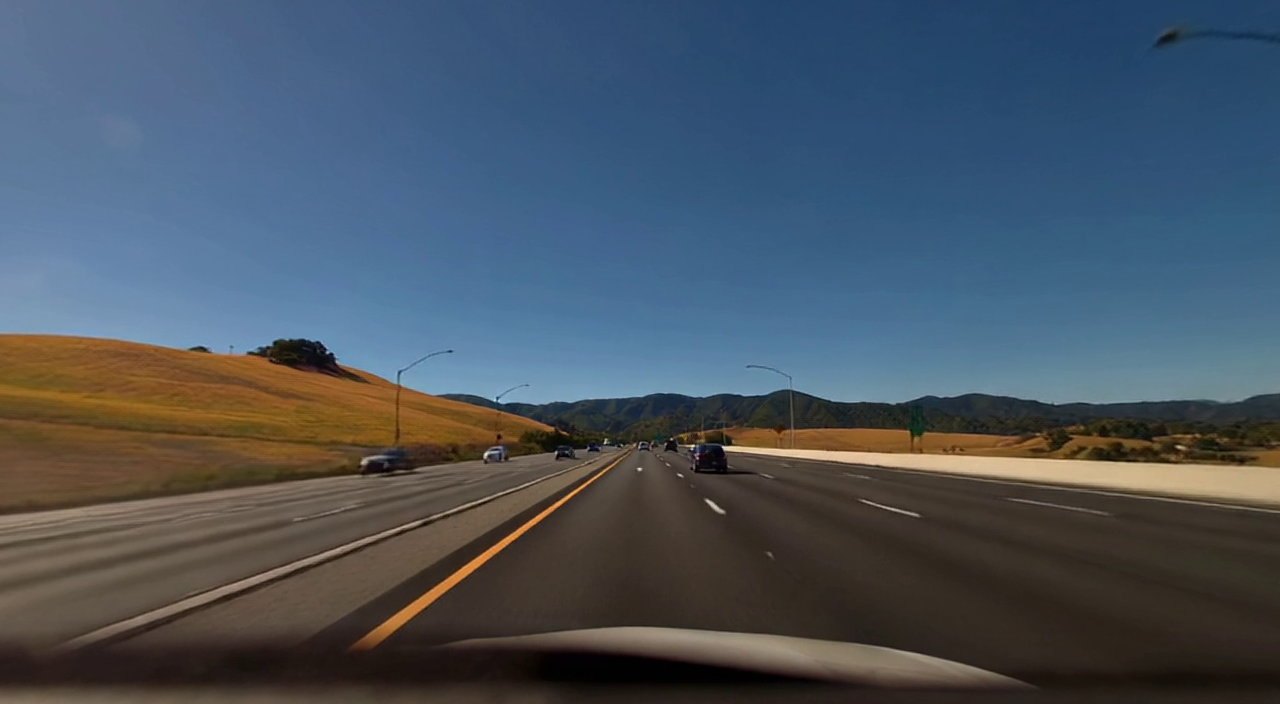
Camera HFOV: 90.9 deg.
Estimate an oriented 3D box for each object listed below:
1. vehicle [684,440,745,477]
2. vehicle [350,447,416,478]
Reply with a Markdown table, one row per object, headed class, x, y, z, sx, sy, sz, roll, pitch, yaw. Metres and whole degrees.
| class | x | y | z | sx | sy | sz | roll | pitch | yaw |
| --- | --- | --- | --- | --- | --- | --- | --- | --- | --- |
| vehicle | 3.027 | 4.460 | 26.669 | 2.044 | 1.444 | 4.216 | 0 | -8 | 0 |
| vehicle | -15.266 | 6.569 | 37.721 | 1.967 | 1.691 | 4.497 | 0 | -8 | 1 |
